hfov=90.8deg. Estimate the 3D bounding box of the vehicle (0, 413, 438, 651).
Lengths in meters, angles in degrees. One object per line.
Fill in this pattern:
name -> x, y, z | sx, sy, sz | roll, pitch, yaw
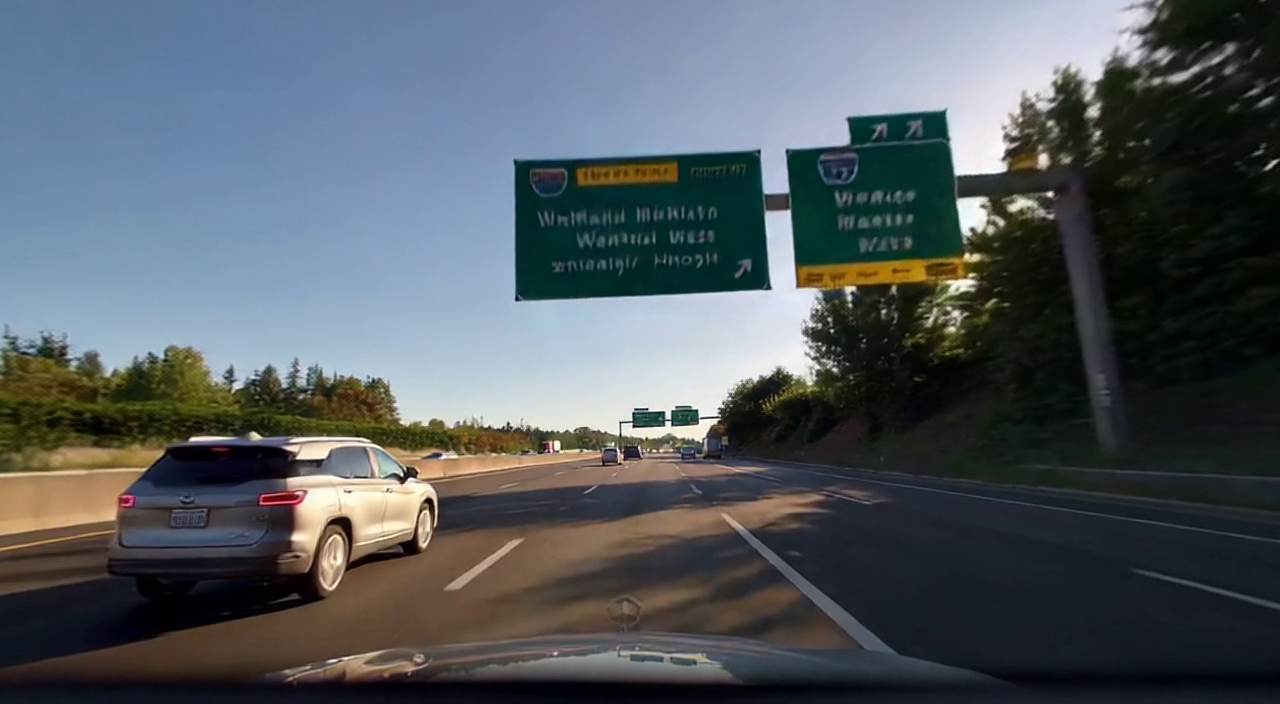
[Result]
vehicle -> -3.812, 1.549, 6.483 | 2.016, 1.623, 4.126 | 0, -8, 1
